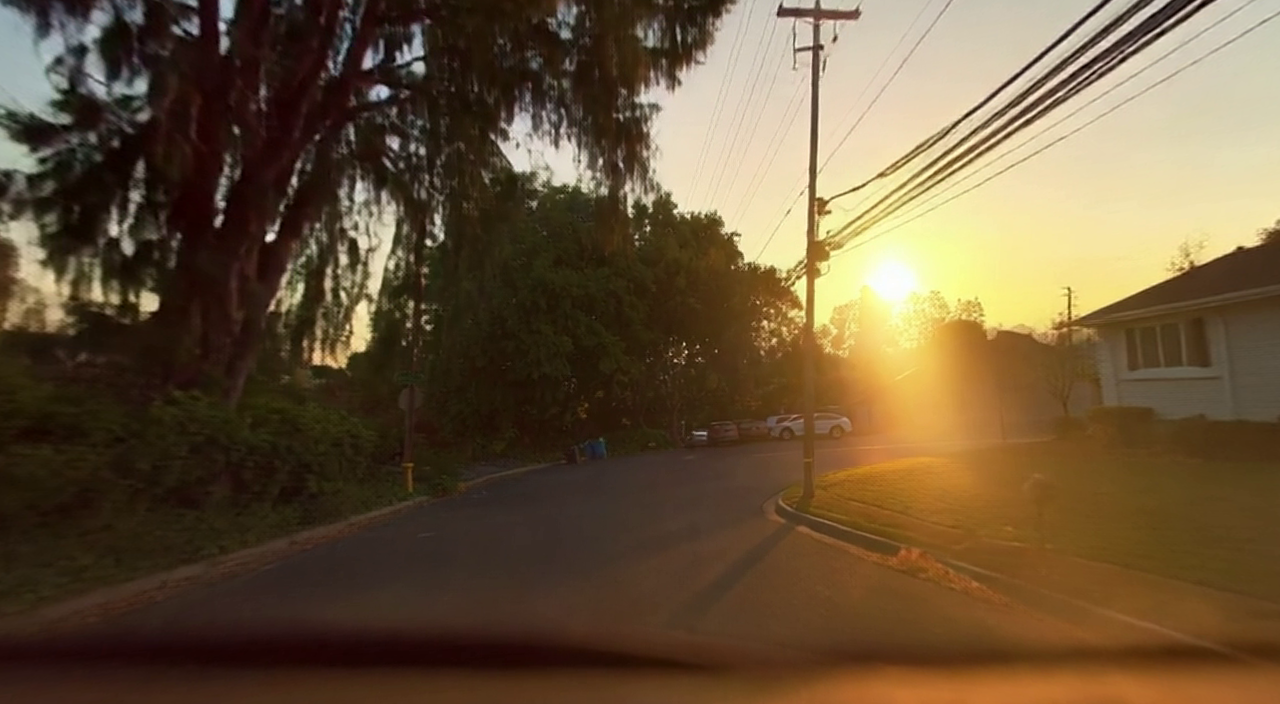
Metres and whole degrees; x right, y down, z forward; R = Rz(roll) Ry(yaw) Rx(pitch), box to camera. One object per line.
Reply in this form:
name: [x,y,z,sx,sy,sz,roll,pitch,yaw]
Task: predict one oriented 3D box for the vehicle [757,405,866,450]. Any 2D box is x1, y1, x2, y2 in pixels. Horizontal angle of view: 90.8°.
vehicle: [8.111,3.634,29.858,4.780,1.984,1.896,4,-9,-23]
